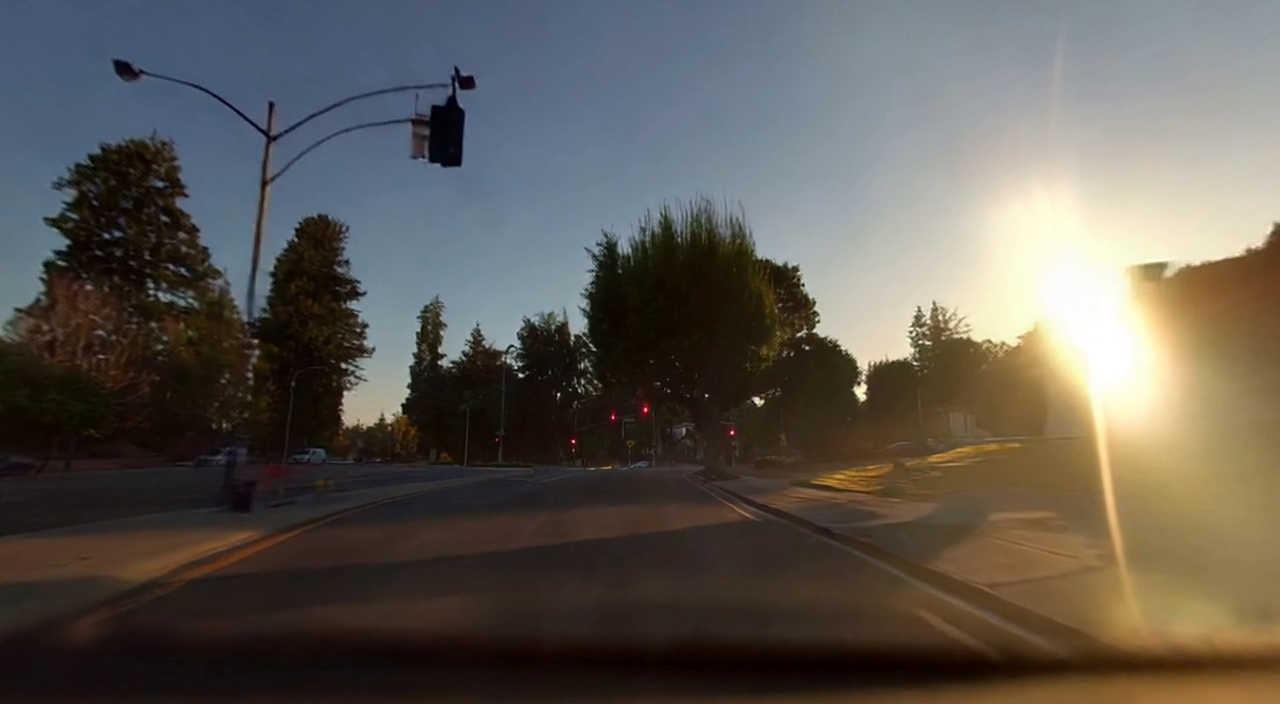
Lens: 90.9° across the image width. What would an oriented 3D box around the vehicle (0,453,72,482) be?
[{"bbox_3d":[-34.774,6.429,35.321,1.839,1.435,4.271,0,-8,0],"label":"vehicle"}]
